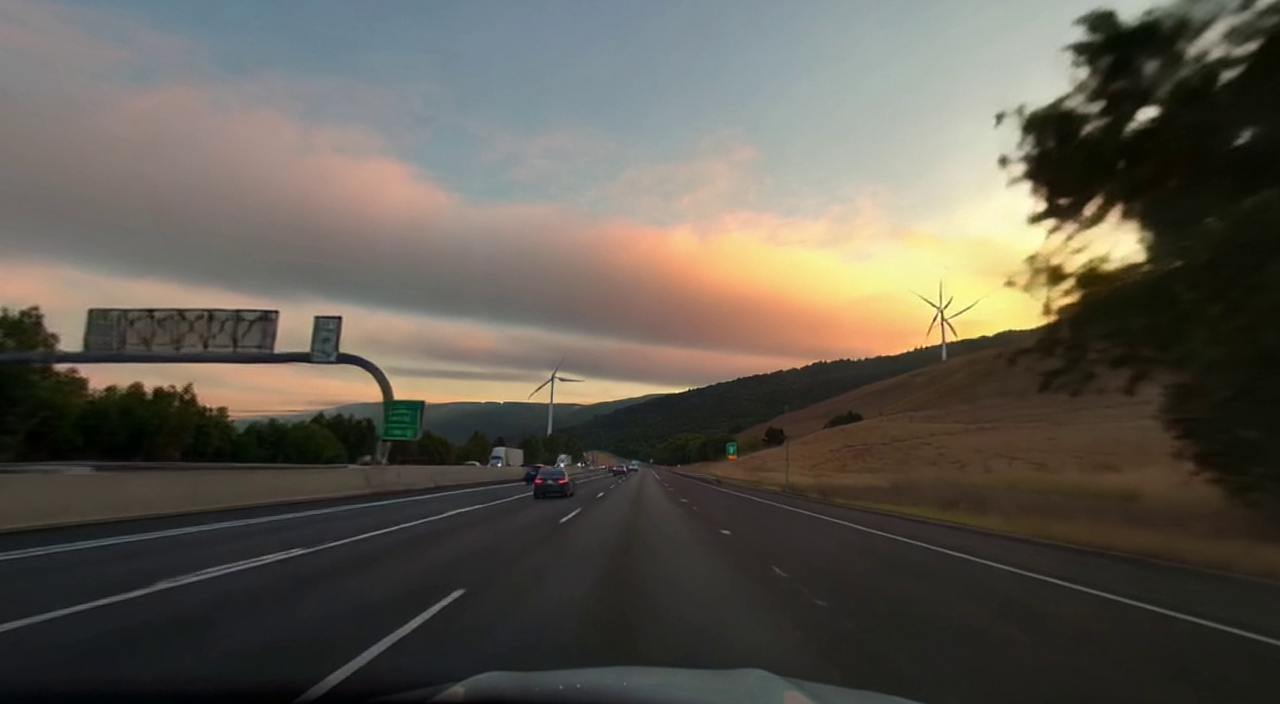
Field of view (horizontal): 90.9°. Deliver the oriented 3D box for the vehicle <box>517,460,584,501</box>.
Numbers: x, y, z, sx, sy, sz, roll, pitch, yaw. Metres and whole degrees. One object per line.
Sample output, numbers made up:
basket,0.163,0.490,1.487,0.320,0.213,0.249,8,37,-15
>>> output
vehicle,-3.568,5.270,26.076,2.039,1.505,4.843,1,-10,0
